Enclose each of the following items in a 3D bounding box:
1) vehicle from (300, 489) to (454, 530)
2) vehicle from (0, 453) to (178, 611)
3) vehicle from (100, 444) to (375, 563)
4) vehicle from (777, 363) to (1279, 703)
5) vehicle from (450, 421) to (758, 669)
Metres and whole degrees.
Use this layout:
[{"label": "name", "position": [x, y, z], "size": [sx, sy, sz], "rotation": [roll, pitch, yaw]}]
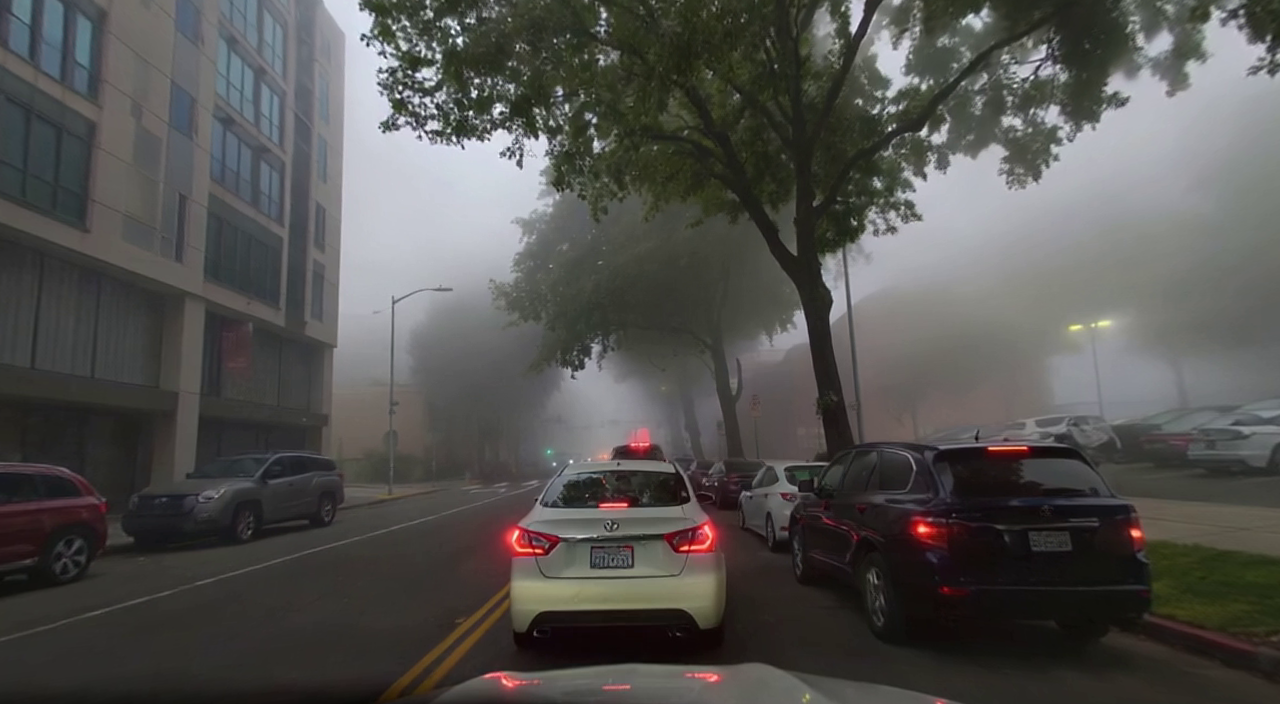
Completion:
[{"label": "vehicle", "position": [-6.967, 4.281, 17.338], "size": [2.223, 0.774, 4.789], "rotation": [1, -10, 0]}, {"label": "vehicle", "position": [-6.989, 1.700, 5.990], "size": [1.900, 1.471, 4.202], "rotation": [1, -10, 0]}, {"label": "vehicle", "position": [-6.830, 2.598, 11.466], "size": [1.994, 1.701, 4.520], "rotation": [0, -10, 0]}, {"label": "vehicle", "position": [2.711, 1.431, 5.783], "size": [1.868, 1.920, 4.501], "rotation": [1, -10, 0]}, {"label": "vehicle", "position": [-0.215, 1.606, 6.036], "size": [2.018, 1.583, 3.646], "rotation": [1, -10, 1]}]
